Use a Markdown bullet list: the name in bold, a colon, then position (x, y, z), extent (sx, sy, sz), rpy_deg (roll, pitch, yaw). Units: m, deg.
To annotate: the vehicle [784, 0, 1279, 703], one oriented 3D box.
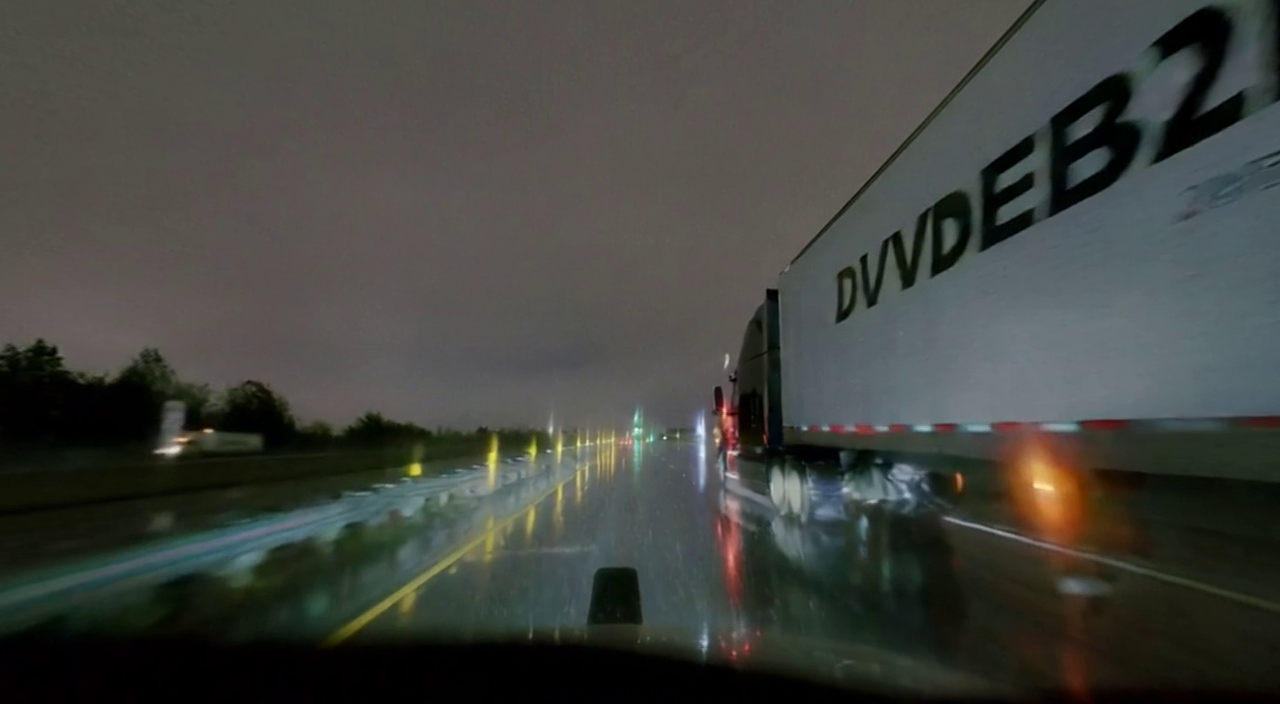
- **vehicle**: position (3.859, -0.111, 4.442), extent (2.995, 3.911, 10.582), rpy_deg (0, -8, -1)
